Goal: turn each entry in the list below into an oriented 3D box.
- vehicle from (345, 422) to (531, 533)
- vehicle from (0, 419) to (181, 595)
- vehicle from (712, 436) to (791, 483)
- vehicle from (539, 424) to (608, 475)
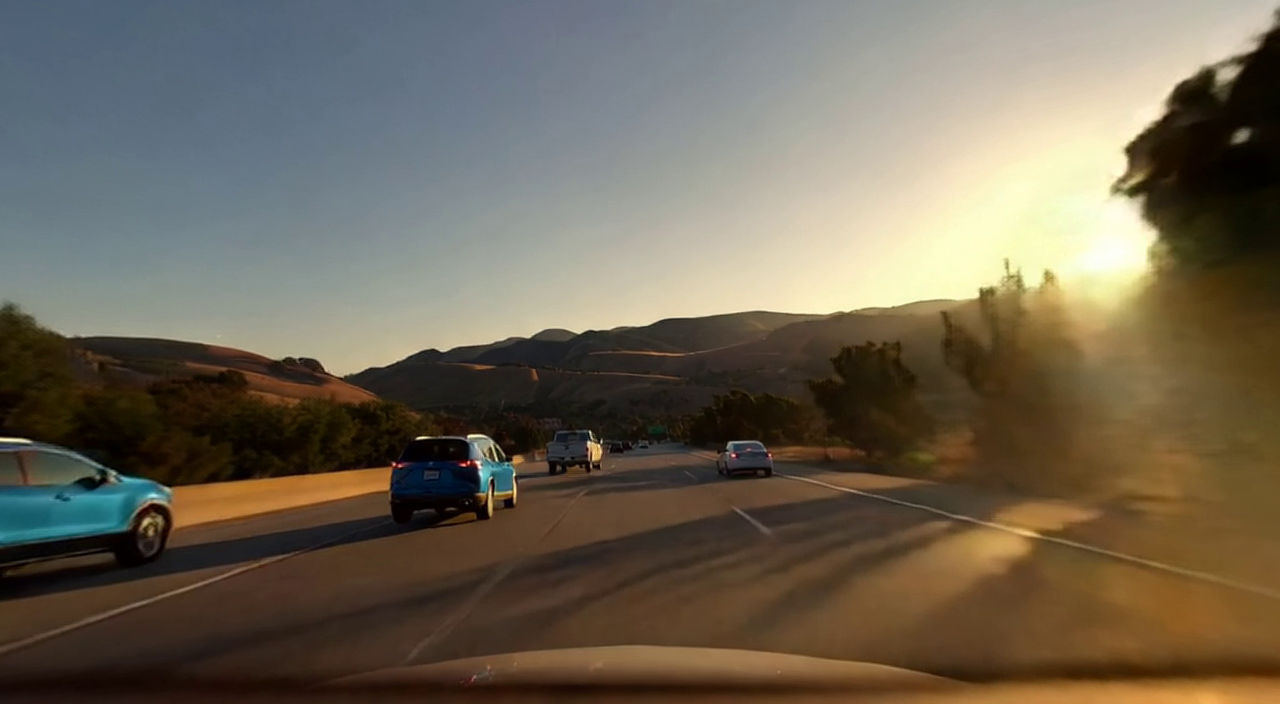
[{"bbox_3d":[-3.535,2.254,12.009,2.080,1.716,4.207,0,-8,1],"label":"vehicle"},{"bbox_3d":[-7.045,1.440,5.807,2.084,1.639,4.648,0,-8,0],"label":"vehicle"},{"bbox_3d":[4.067,3.995,23.790,2.071,1.570,4.637,0,-8,-1],"label":"vehicle"},{"bbox_3d":[-3.005,4.575,29.794,2.494,2.136,5.539,0,-8,2],"label":"vehicle"}]
